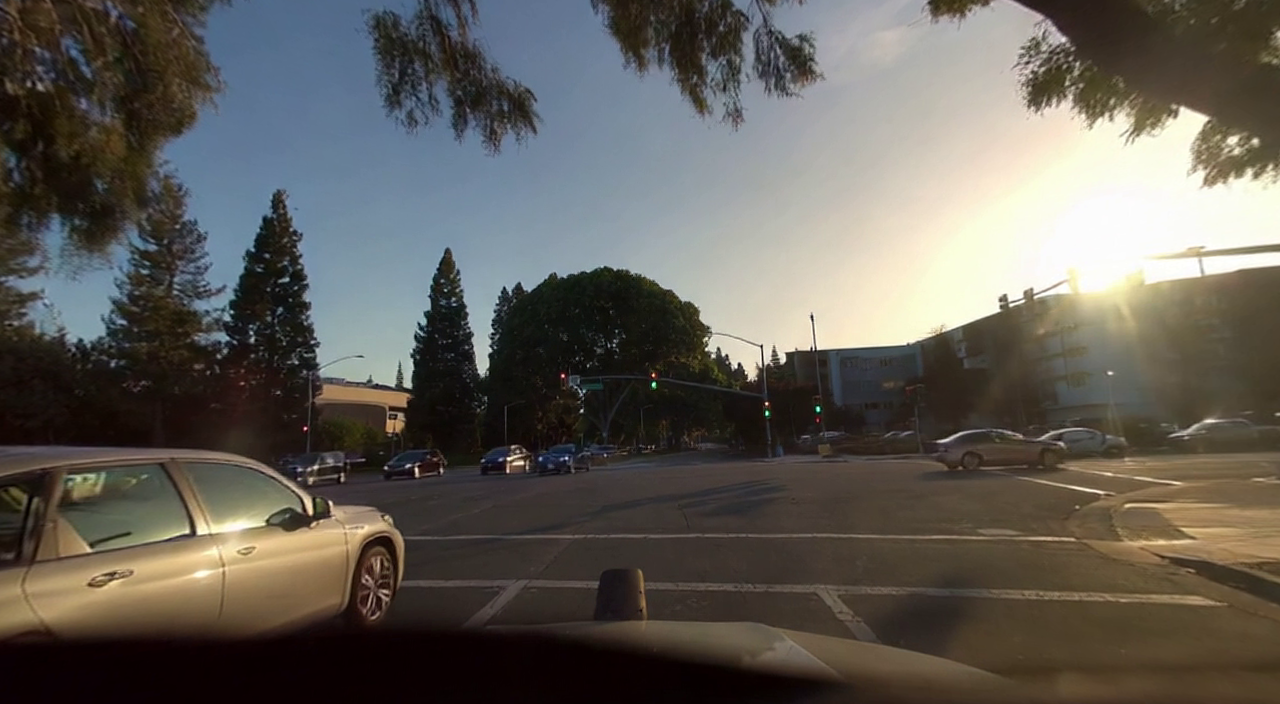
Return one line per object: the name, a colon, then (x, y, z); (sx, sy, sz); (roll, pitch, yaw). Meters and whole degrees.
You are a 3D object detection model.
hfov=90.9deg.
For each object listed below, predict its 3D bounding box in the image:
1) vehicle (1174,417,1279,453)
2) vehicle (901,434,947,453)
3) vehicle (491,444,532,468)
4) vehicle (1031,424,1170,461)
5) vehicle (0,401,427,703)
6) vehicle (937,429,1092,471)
vehicle: (26.780, 3.731, 28.130); (4.240, 1.540, 1.944); (1, -9, -5)
vehicle: (22.386, 7.200, 49.528); (1.930, 1.410, 4.313); (-8, -11, 42)
vehicle: (-9.768, 7.955, 48.319); (1.905, 1.724, 4.449); (-1, -8, 5)
vehicle: (19.957, 3.937, 27.427); (4.552, 1.492, 2.002); (0, -9, -4)
vehicle: (-2.936, 1.097, 3.268); (1.924, 1.482, 4.734); (0, -8, 1)
vehicle: (13.411, 3.558, 22.855); (4.364, 1.450, 1.841); (-1, -9, 8)
